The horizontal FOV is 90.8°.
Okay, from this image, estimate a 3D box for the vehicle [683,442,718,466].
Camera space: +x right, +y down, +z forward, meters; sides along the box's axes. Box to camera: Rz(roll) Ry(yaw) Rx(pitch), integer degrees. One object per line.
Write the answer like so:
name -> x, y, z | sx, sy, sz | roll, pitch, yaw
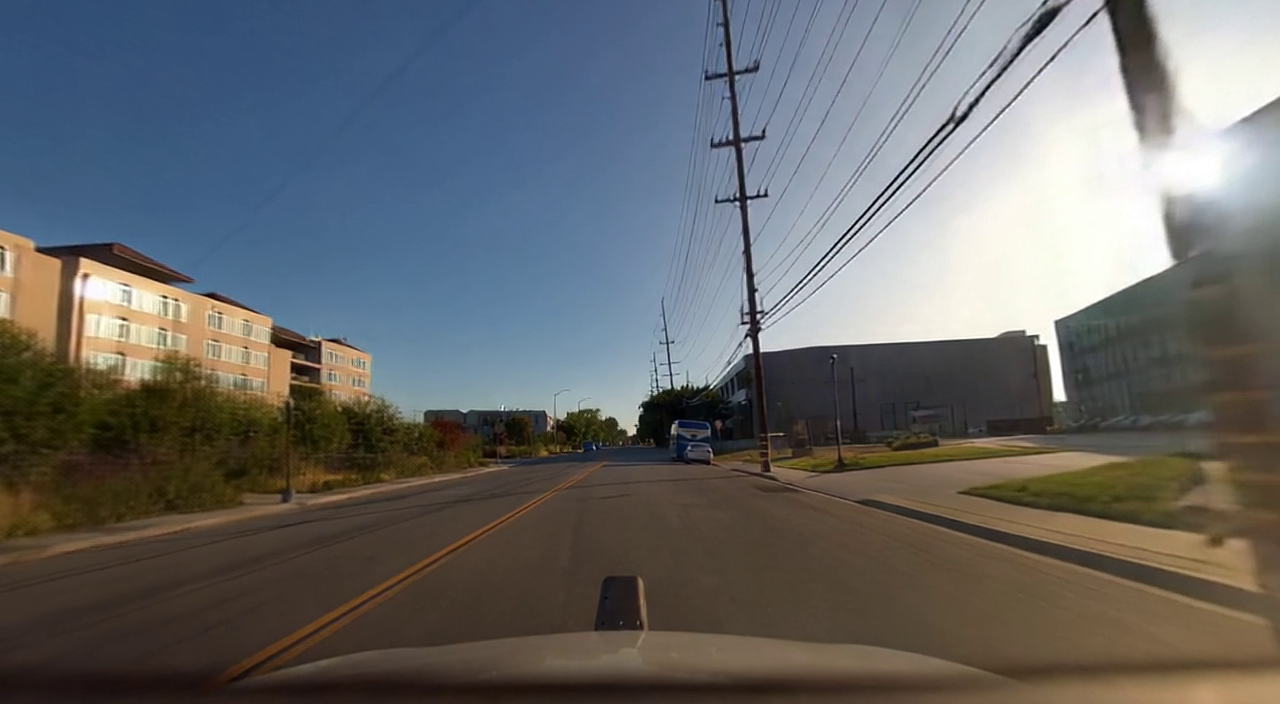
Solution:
vehicle -> 4.132, 7.026, 43.626 | 1.852, 1.497, 3.672 | -2, -8, -2
